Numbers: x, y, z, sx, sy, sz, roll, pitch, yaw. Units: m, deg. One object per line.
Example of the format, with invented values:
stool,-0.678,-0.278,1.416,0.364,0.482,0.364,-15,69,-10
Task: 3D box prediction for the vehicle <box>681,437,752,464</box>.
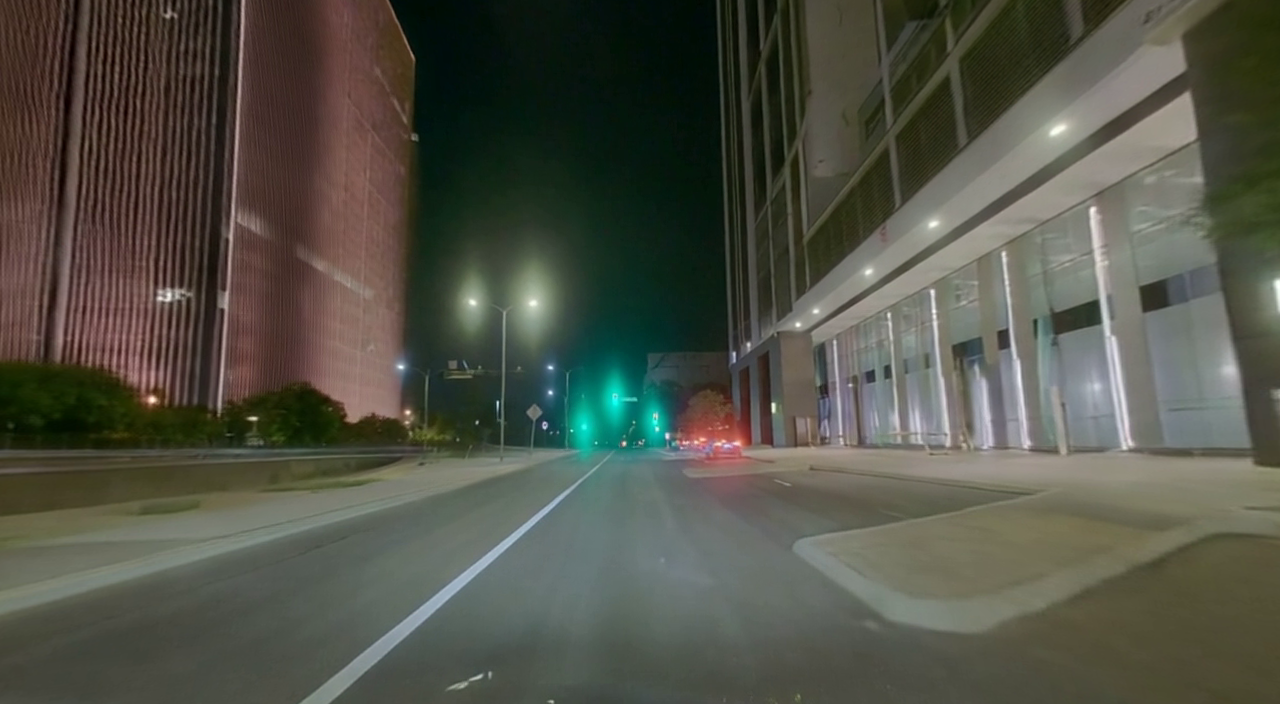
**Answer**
vehicle,4.576,5.798,37.354,3.844,1.524,1.847,5,-9,-32
